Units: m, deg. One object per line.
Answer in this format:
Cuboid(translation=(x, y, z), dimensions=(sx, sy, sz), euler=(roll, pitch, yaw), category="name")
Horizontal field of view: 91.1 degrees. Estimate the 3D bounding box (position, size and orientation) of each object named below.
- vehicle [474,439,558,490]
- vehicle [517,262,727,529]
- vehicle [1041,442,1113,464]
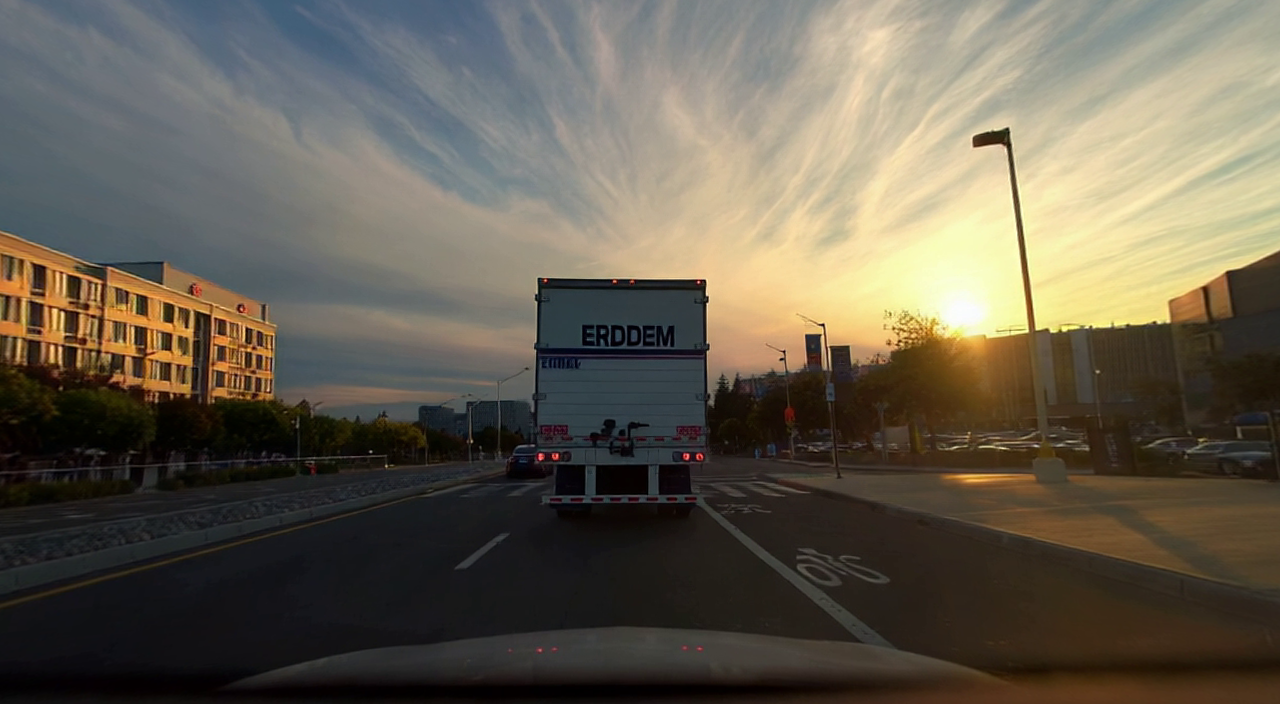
Cuboid(translation=(-3.925, 3.607, 20.549), dimensions=(1.957, 1.462, 3.878), euler=(0, -8, 0), category="vehicle")
Cuboid(translation=(-0.207, 1.186, 13.471), dimensions=(2.876, 3.724, 9.351), euler=(0, -8, 1), category="vehicle")
Cuboid(translation=(31.352, 7.216, 45.167), dimensions=(1.652, 1.423, 3.797), euler=(5, -9, -35), category="vehicle")
